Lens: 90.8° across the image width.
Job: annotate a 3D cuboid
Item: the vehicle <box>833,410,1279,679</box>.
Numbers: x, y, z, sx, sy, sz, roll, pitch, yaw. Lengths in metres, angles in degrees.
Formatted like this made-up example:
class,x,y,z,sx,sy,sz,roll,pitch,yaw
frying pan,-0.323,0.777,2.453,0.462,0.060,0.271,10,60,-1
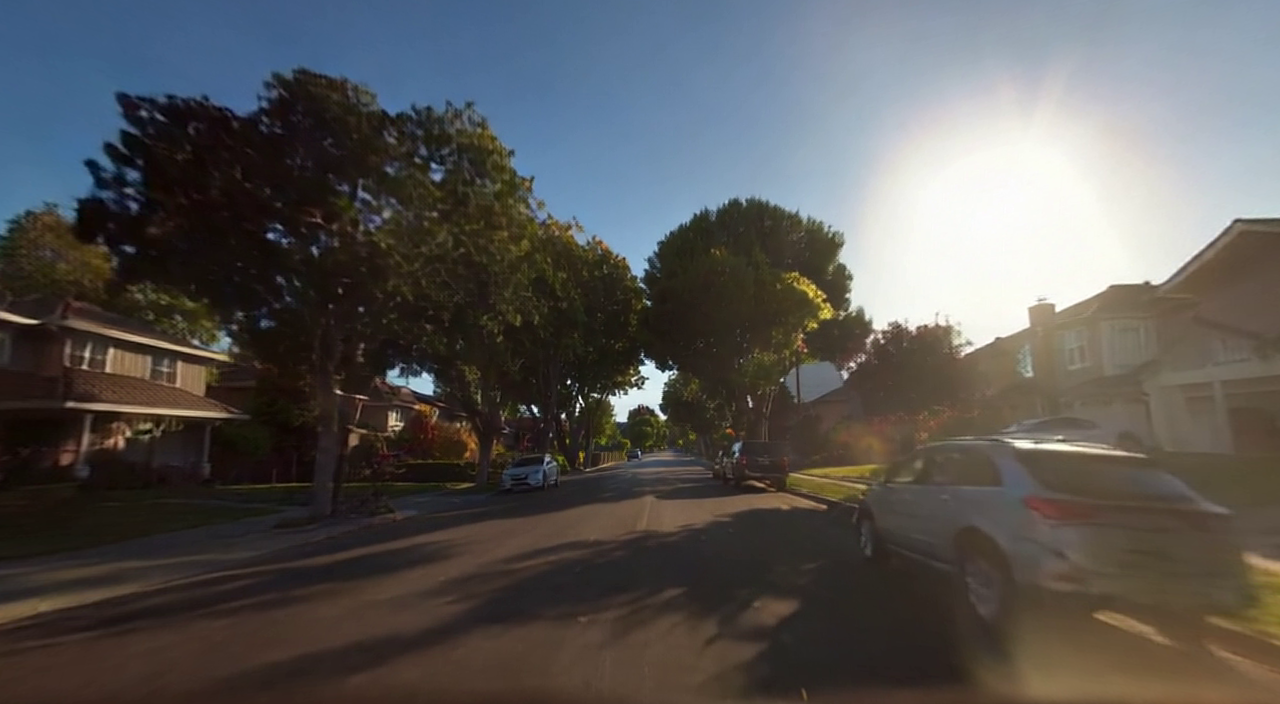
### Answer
class,x,y,z,sx,sy,sz,roll,pitch,yaw
vehicle,3.613,1.558,6.401,2.079,1.651,4.783,-1,-9,4

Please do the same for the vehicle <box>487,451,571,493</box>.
class,x,y,z,sx,sy,sz,roll,pitch,yaw
vehicle,-4.166,4.626,24.512,2.234,1.377,4.413,-3,-10,3

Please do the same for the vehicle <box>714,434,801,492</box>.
class,x,y,z,sx,sy,sz,roll,pitch,yaw
vehicle,4.264,4.154,23.976,2.350,1.912,5.696,0,-9,1
